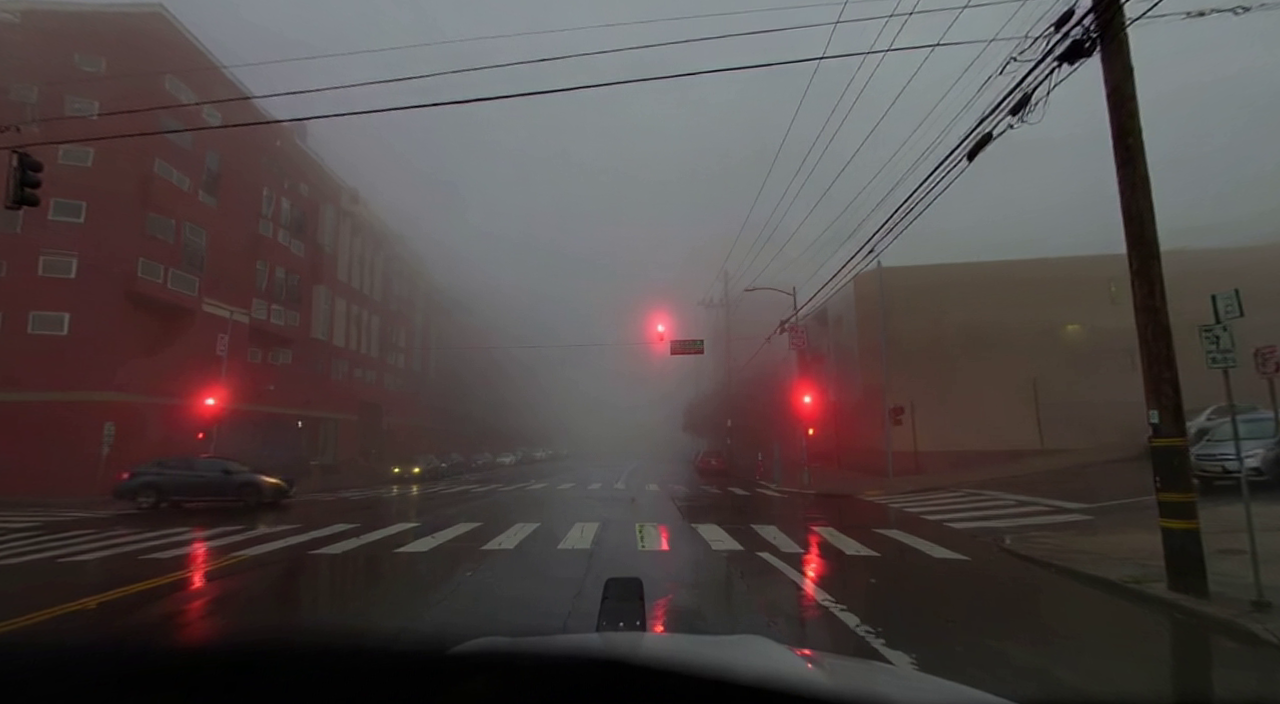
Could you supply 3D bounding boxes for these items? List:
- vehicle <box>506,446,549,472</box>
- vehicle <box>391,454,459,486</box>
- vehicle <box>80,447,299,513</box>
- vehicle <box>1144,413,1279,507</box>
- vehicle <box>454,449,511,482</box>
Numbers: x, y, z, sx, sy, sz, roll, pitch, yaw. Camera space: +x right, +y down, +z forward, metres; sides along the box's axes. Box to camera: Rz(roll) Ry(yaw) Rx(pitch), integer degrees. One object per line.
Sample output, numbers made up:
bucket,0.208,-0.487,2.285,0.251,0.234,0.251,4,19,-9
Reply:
vehicle,-8.197,7.830,46.298,2.096,1.830,4.752,0,-9,2
vehicle,-12.028,6.605,35.620,1.943,1.574,4.727,0,-9,3
vehicle,-12.480,3.560,17.888,4.525,1.650,2.120,4,-9,-20
vehicle,12.737,2.167,12.822,3.234,1.746,1.941,0,-9,-2
vehicle,-8.710,6.313,35.219,2.020,1.672,3.842,0,-9,3
